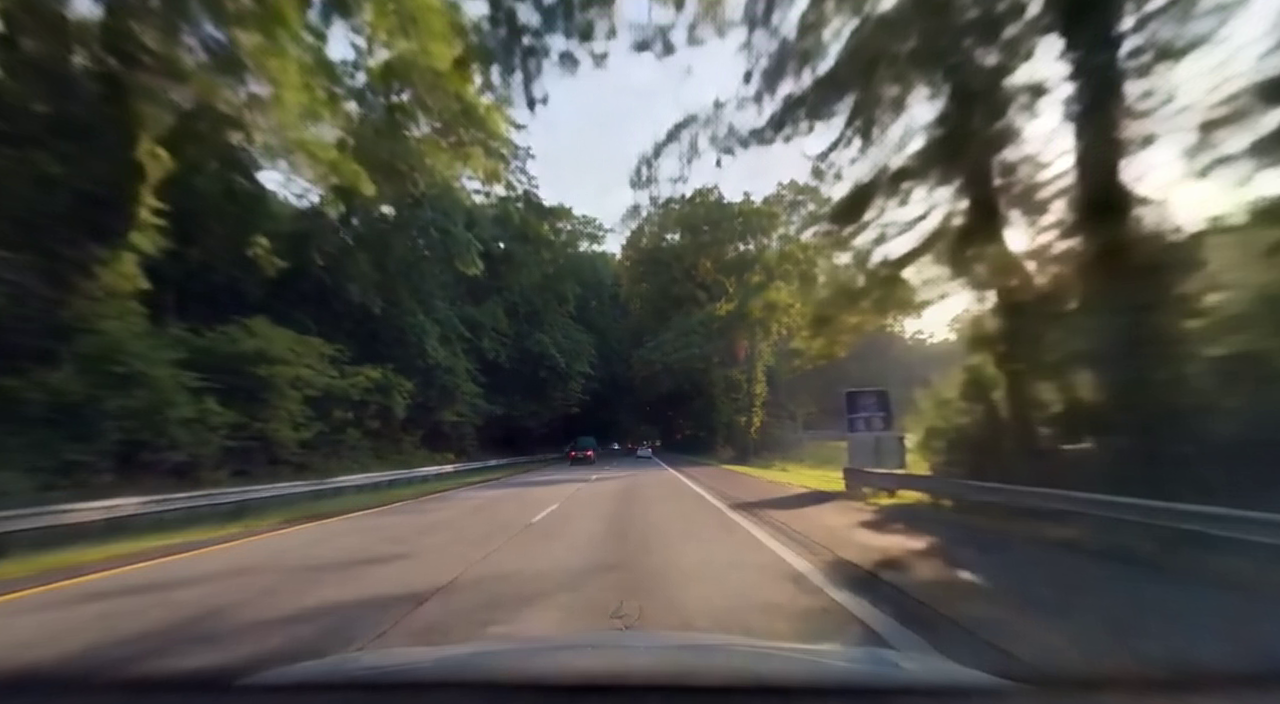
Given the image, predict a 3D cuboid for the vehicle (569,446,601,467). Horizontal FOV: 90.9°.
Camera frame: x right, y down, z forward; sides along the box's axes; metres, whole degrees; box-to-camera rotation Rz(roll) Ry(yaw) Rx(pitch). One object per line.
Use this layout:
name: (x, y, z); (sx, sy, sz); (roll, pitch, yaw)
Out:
vehicle: (-4.177, 8.055, 48.571); (2.112, 1.498, 4.117); (0, -9, 0)
